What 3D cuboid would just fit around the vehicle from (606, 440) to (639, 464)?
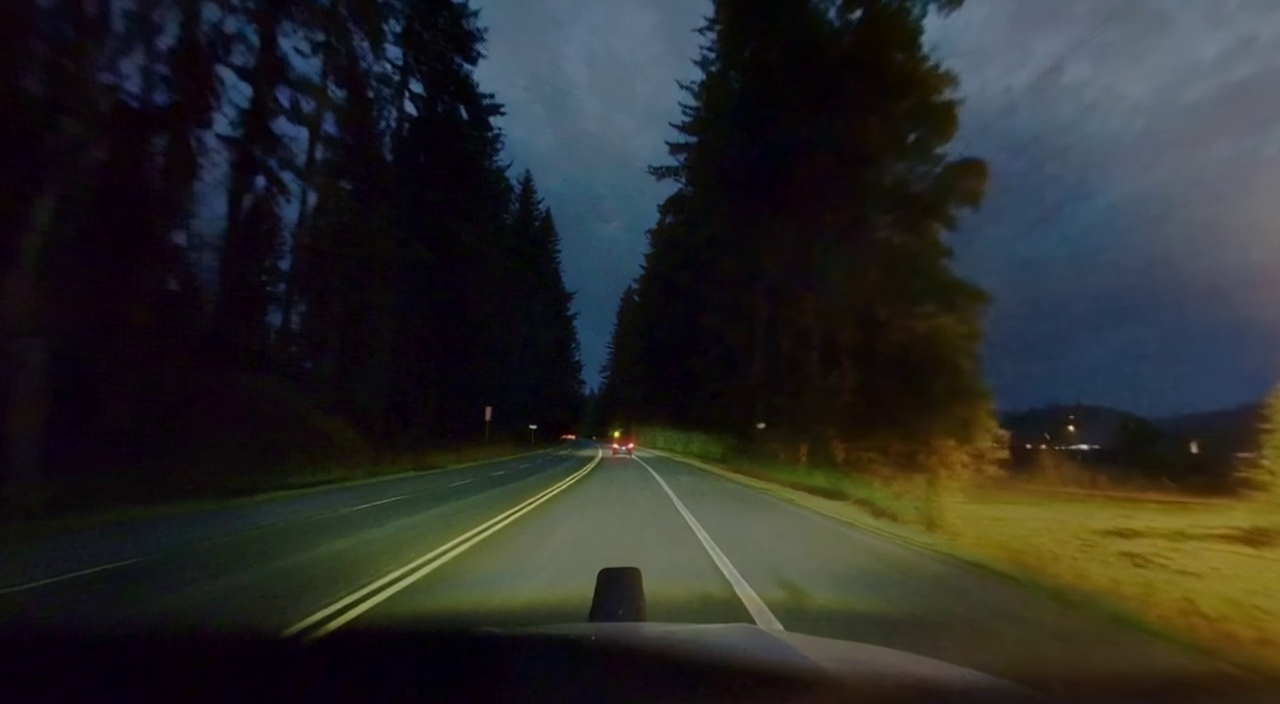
[{"bbox_3d":[-1.162,6.564,41.524,2.042,1.489,3.963,0,-9,-2],"label":"vehicle"}]
